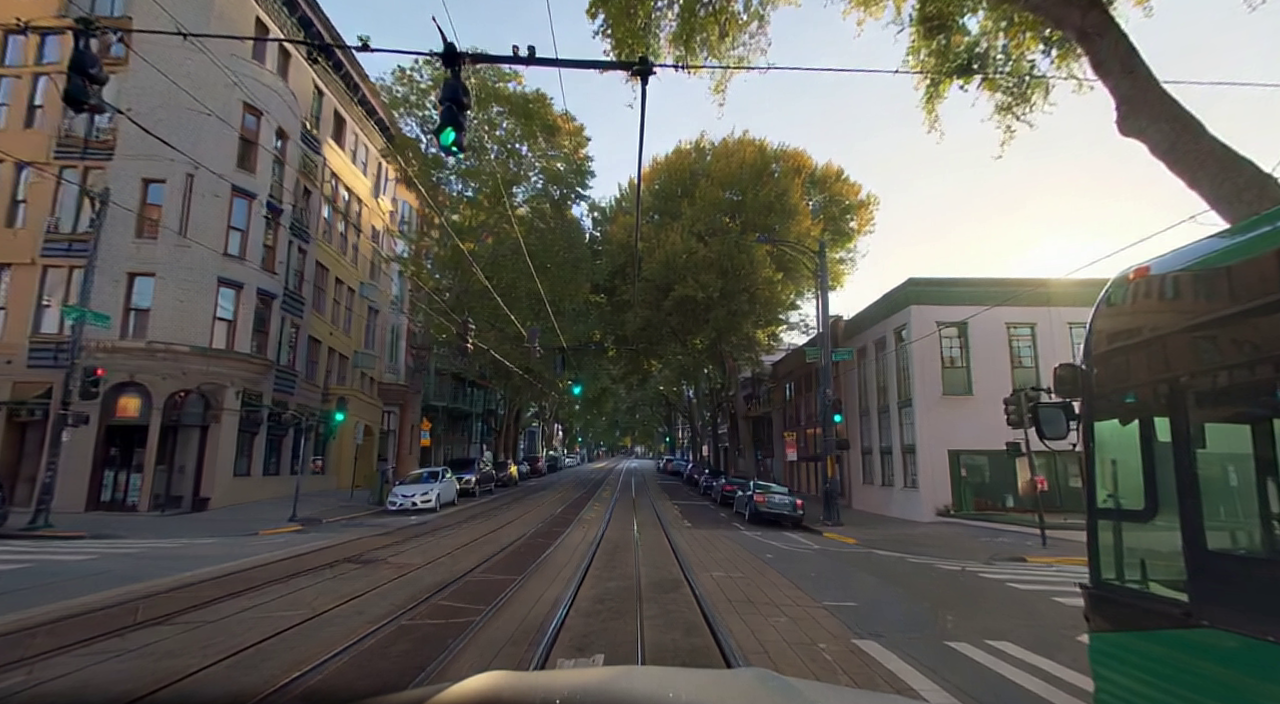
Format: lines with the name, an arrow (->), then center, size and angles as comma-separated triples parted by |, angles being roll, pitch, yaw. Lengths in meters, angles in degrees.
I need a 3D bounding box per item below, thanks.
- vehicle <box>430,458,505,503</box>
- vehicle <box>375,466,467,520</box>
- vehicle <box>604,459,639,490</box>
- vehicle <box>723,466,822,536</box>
vehicle -> -7.426, 5.577, 27.712 | 1.861, 1.751, 4.550 | 1, -10, 2
vehicle -> -7.435, 4.796, 21.864 | 1.779, 1.588, 3.953 | 2, -10, -1
vehicle -> -1.036, 7.171, 37.235 | 1.966, 1.600, 3.494 | 0, -8, -1
vehicle -> 3.846, 4.389, 19.124 | 1.929, 1.723, 4.134 | 0, -8, -2
